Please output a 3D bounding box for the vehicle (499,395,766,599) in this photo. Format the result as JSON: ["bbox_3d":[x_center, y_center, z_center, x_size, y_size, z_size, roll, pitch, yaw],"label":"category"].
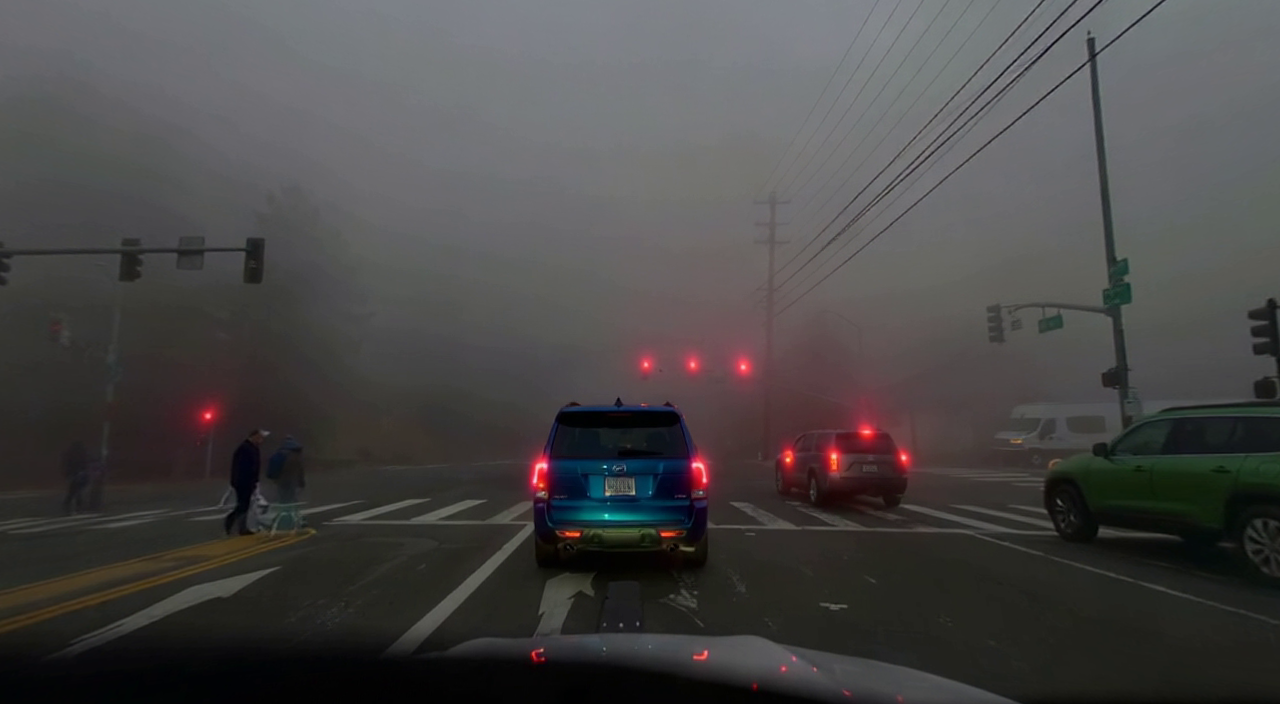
[{"bbox_3d":[-0.102,1.561,7.634,2.285,1.729,4.252,0,-9,-1],"label":"vehicle"}]

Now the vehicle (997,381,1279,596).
[{"bbox_3d":[6.572,1.441,7.242,2.119,1.827,4.806,0,-9,0],"label":"vehicle"}]
